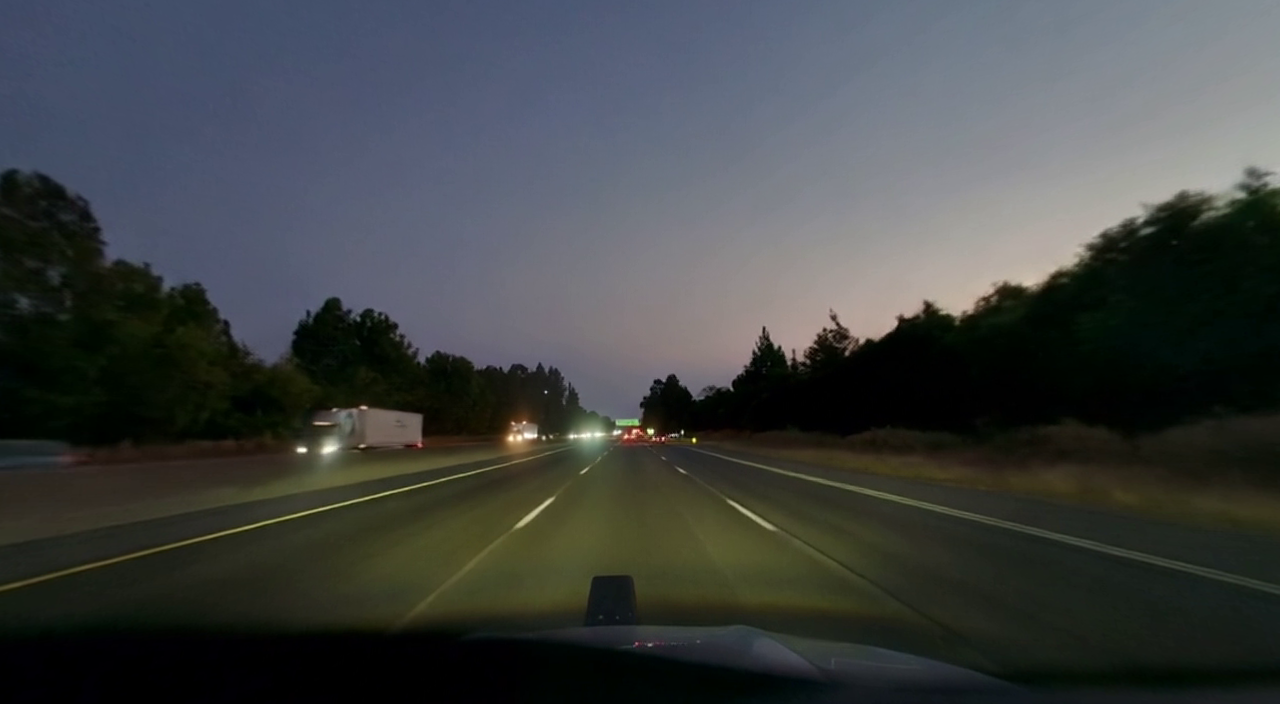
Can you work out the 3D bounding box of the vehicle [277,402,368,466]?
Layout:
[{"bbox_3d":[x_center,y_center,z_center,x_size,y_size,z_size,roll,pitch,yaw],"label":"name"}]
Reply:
[{"bbox_3d":[-21.265,5.550,42.592,3.028,4.008,5.961,0,-8,-1],"label":"vehicle"}]
